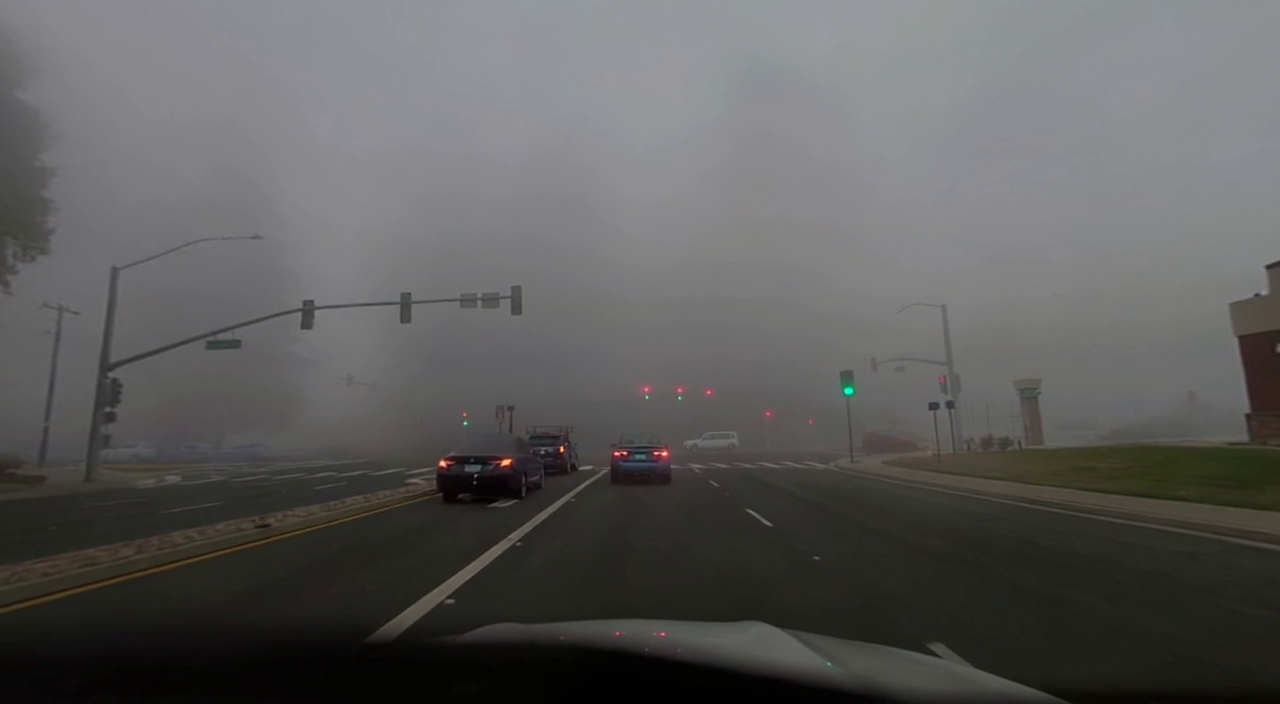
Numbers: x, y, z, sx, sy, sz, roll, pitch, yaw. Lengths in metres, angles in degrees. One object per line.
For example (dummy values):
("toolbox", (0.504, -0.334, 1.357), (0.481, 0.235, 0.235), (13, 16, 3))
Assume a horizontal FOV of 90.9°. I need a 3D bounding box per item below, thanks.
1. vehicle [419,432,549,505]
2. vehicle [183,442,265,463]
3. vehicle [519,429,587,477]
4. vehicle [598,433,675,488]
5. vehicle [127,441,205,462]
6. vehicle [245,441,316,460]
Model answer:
("vehicle", (-3.584, 2.767, 15.415), (1.942, 1.497, 4.561), (0, -8, 1))
("vehicle", (-30.053, 7.251, 45.622), (4.708, 1.467, 1.819), (0, -8, 2))
("vehicle", (-3.378, 4.026, 25.329), (2.029, 1.752, 4.420), (0, -8, 1))
("vehicle", (-0.115, 3.210, 18.962), (2.066, 1.482, 3.923), (0, -8, 0))
("vehicle", (-36.999, 7.755, 49.265), (4.513, 1.616, 1.899), (0, -8, 1))
("vehicle", (-28.053, 7.698, 49.274), (4.423, 1.444, 1.836), (0, -8, 1))
